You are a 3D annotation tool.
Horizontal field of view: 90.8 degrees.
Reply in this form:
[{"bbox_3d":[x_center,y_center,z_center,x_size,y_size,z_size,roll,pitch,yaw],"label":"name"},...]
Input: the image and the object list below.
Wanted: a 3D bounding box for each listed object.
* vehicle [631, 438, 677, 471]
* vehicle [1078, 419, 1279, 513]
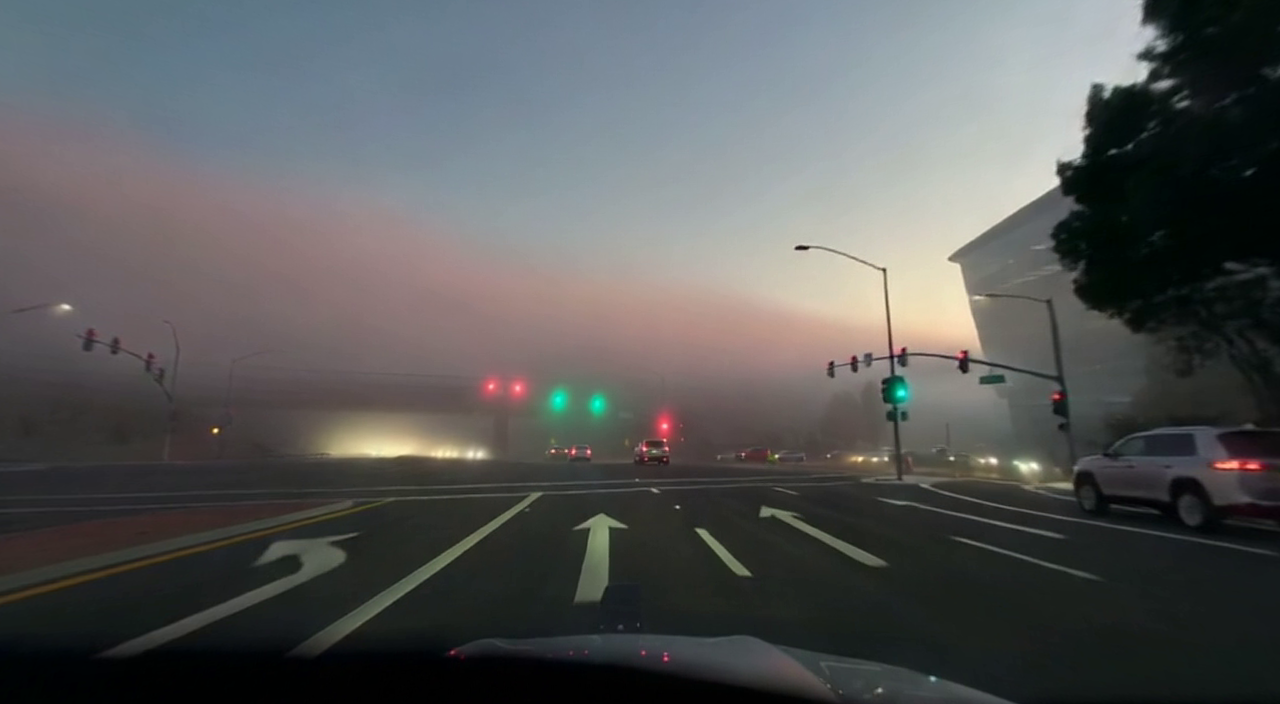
[{"bbox_3d":[0.710,5.814,36.056,2.024,1.724,3.928,1,-8,-8],"label":"vehicle"},{"bbox_3d":[12.314,2.456,14.081,2.130,1.741,4.665,-1,-8,6],"label":"vehicle"}]
